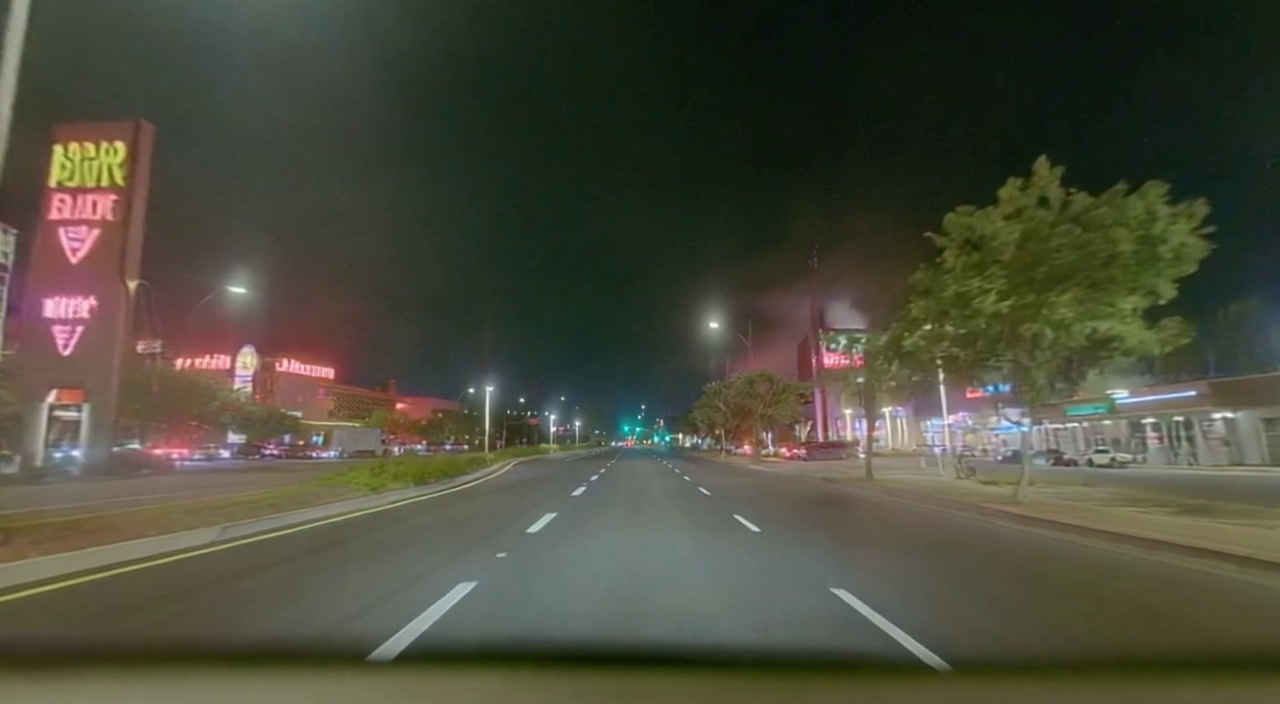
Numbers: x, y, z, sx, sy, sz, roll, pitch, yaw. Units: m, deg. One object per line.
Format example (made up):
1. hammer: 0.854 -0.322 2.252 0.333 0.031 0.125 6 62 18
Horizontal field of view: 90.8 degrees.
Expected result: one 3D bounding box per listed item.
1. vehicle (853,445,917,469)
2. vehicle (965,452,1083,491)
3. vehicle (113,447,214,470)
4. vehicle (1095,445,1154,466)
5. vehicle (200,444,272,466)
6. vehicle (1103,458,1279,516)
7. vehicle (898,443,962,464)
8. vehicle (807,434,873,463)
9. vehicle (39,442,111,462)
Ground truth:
1. vehicle: 15.743 6.759 40.900 1.936 1.464 4.867 1 -9 -5
2. vehicle: 16.892 5.249 27.928 3.889 1.590 1.950 0 -9 0
3. vehicle: -30.521 6.807 40.517 4.880 1.464 1.953 0 -8 1
4. vehicle: 36.382 7.738 47.575 1.609 1.450 3.642 1 -8 1
5. vehicle: -30.497 7.792 47.737 4.104 1.576 1.852 0 -8 2
6. vehicle: 17.156 3.999 18.919 4.711 1.494 2.224 -2 -9 3
7. vehicle: 21.856 7.667 47.803 1.908 1.469 4.354 3 -9 -18
8. vehicle: 14.833 7.260 47.303 2.189 1.951 5.828 0 -9 -10
9. vehicle: -43.031 7.614 48.159 3.754 1.427 1.821 0 -8 1
